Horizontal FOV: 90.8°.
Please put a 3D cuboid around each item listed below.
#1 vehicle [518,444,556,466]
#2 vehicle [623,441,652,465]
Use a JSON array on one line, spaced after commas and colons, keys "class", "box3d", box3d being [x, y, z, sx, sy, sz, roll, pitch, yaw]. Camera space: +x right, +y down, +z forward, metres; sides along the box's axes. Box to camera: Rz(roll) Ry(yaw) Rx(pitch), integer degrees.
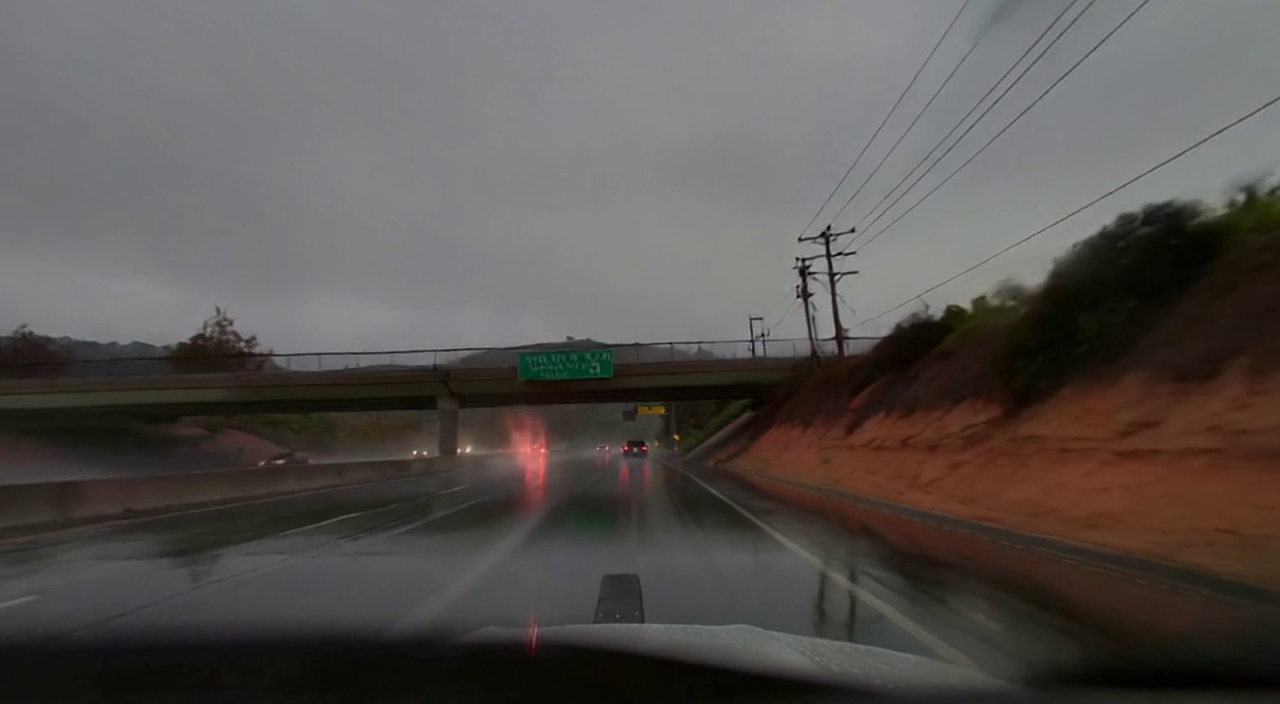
[{"class": "vehicle", "box3d": [-7.508, 7.537, 46.400, 2.077, 1.511, 4.323, 0, -8, 0]}, {"class": "vehicle", "box3d": [-0.175, 7.588, 47.758, 2.063, 1.715, 4.299, 0, -8, 0]}]
